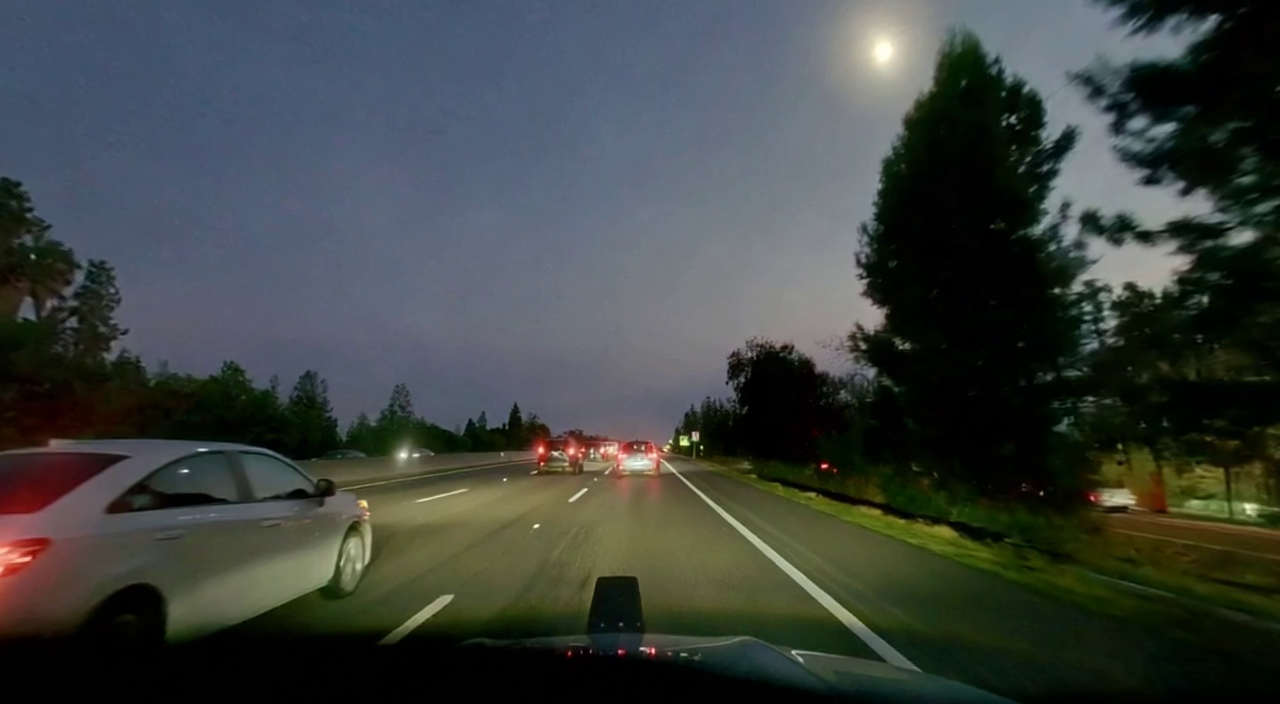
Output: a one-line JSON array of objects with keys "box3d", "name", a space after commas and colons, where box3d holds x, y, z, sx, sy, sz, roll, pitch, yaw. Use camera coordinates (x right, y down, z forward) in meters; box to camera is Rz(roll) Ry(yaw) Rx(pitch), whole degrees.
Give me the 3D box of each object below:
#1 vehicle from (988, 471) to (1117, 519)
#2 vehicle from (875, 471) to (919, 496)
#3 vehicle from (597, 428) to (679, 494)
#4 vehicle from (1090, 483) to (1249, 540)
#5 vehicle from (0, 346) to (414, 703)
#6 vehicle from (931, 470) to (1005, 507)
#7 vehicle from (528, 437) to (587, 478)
[{"box3d": [17.847, 6.213, 27.705, 2.393, 1.795, 4.877, -3, -11, 2], "name": "vehicle"}, {"box3d": [19.850, 10.172, 48.903, 1.832, 1.624, 4.158, -1, -9, 4], "name": "vehicle"}, {"box3d": [-0.086, 3.386, 19.944, 2.319, 1.813, 4.274, 0, -8, -1], "name": "vehicle"}, {"box3d": [17.488, 5.250, 21.172, 1.805, 1.452, 4.269, -1, -9, 4], "name": "vehicle"}, {"box3d": [-3.359, 1.107, 4.164, 2.117, 1.665, 4.365, 0, -8, 0], "name": "vehicle"}, {"box3d": [18.541, 7.682, 35.863, 1.965, 1.761, 4.363, 0, -9, 2], "name": "vehicle"}, {"box3d": [-3.783, 4.929, 29.735, 2.104, 1.754, 4.515, 0, -8, 1], "name": "vehicle"}]
